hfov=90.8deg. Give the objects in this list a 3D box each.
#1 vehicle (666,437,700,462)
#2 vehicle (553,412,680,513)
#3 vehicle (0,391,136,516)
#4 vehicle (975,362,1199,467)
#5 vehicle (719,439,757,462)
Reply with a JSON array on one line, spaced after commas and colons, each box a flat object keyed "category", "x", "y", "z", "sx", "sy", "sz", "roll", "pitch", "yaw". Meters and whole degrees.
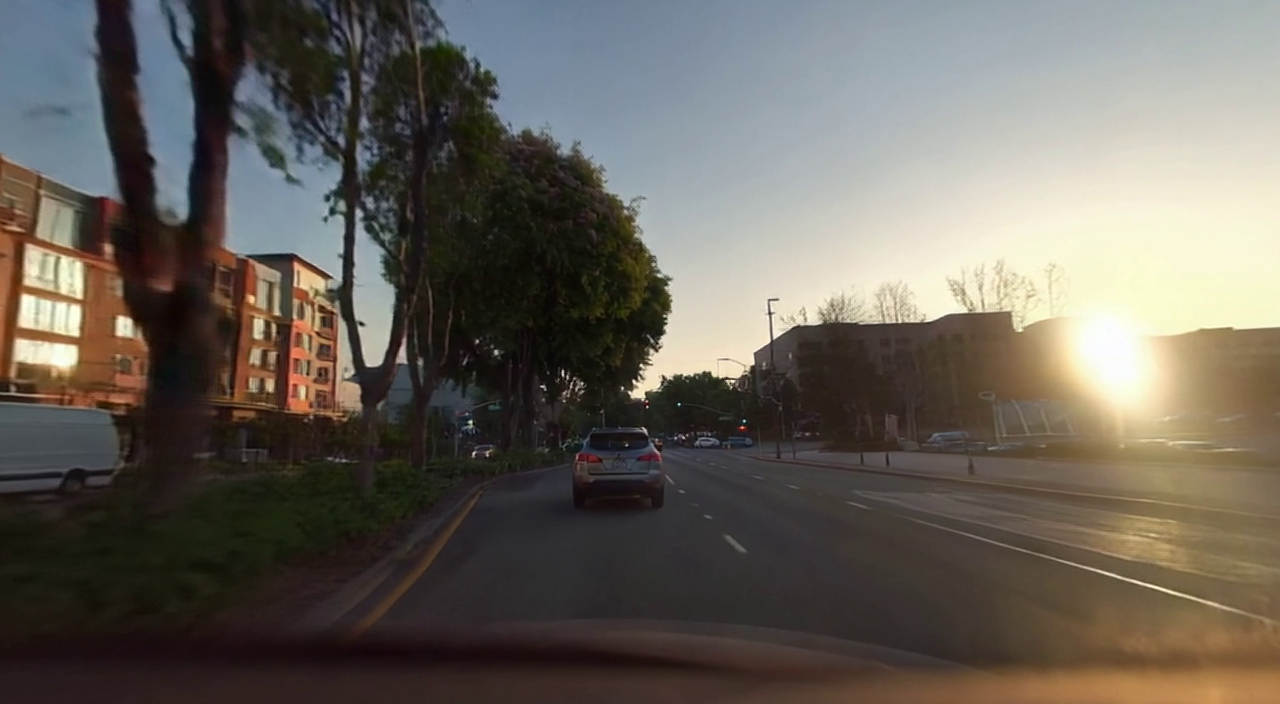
[{"category": "vehicle", "x": 2.832, "y": 6.494, "z": 42.163, "sx": 1.929, "sy": 1.590, "sz": 4.287, "roll": 0, "pitch": -9, "yaw": -1}, {"category": "vehicle", "x": -0.463, "y": 2.325, "z": 13.616, "sx": 2.277, "sy": 1.816, "sz": 4.192, "roll": 0, "pitch": -9, "yaw": -1}, {"category": "vehicle", "x": -18.983, "y": 2.875, "z": 17.961, "sx": 2.811, "sy": 3.399, "sz": 7.898, "roll": 0, "pitch": -9, "yaw": -2}, {"category": "vehicle", "x": 18.365, "y": 2.895, "z": 27.104, "sx": 3.269, "sy": 3.755, "sz": 8.862, "roll": 0, "pitch": -9, "yaw": 2}, {"category": "vehicle", "x": 6.392, "y": 6.509, "z": 41.731, "sx": 1.777, "sy": 1.443, "sz": 3.942, "roll": 0, "pitch": -9, "yaw": -2}]
